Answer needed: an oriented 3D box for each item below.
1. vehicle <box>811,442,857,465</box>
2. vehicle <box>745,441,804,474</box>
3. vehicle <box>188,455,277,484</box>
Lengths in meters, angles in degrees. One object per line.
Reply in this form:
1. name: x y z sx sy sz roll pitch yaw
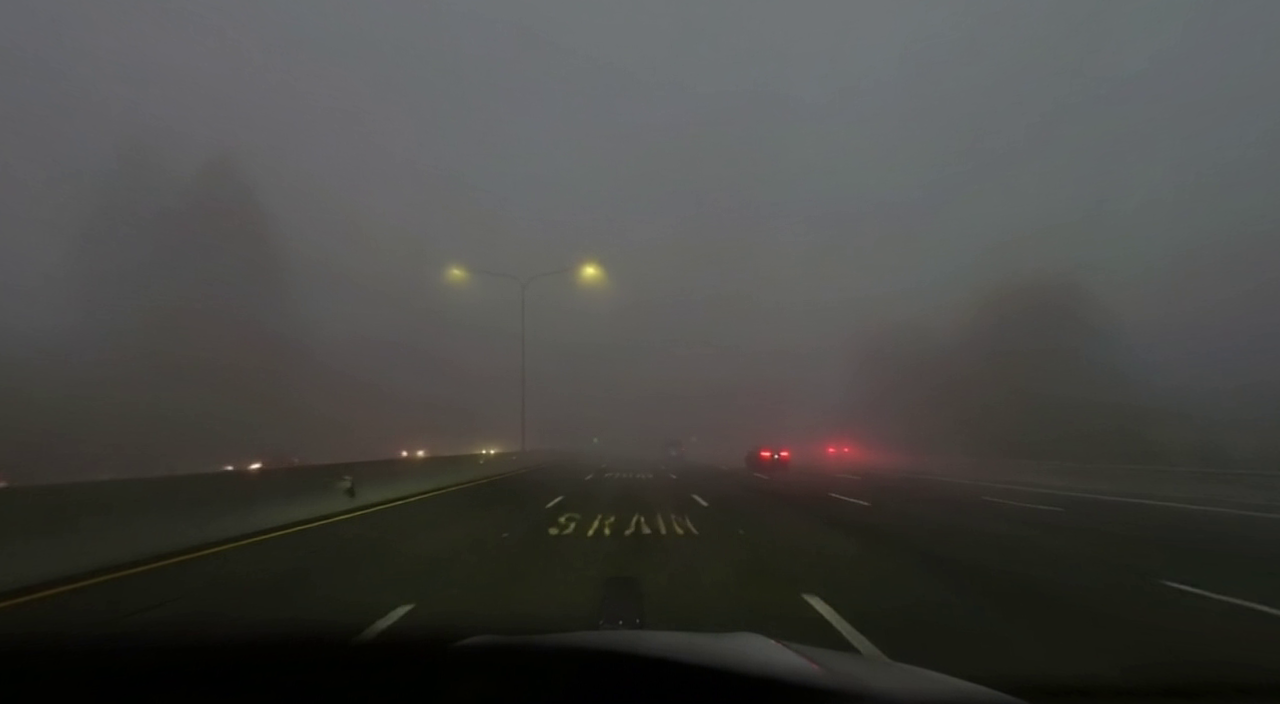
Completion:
1. vehicle: 14.545 7.623 47.651 2.025 1.595 4.268 0 -8 -1
2. vehicle: 6.686 5.293 31.822 2.038 1.528 3.910 0 -9 -1
3. vehicle: -21.648 6.244 33.784 1.940 1.415 4.270 0 -9 -1
